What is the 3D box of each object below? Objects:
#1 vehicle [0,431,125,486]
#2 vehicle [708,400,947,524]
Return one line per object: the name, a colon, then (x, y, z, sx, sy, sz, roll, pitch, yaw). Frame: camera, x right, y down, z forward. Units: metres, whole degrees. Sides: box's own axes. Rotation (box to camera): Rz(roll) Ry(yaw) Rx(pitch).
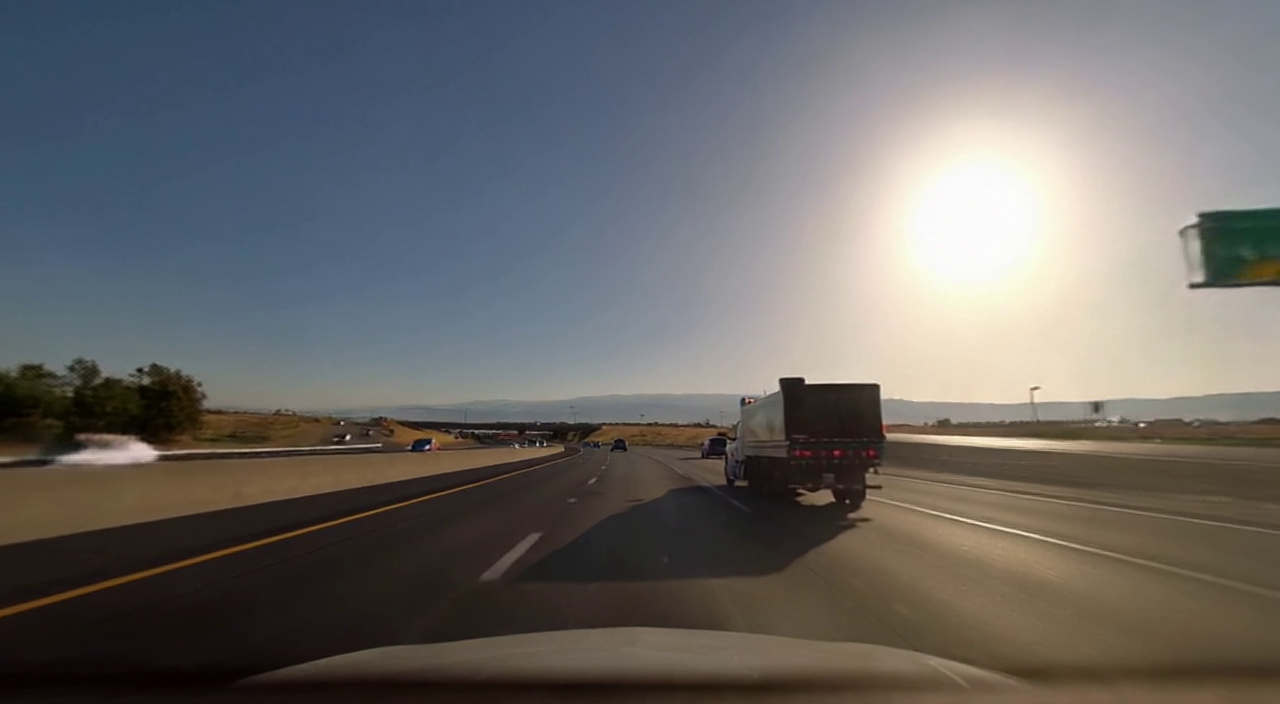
vehicle: (-21.580, 3.779, 22.792, 2.044, 1.751, 4.667, 1, -8, -1)
vehicle: (3.577, 2.419, 14.580, 2.981, 2.053, 7.897, 1, -8, -1)
